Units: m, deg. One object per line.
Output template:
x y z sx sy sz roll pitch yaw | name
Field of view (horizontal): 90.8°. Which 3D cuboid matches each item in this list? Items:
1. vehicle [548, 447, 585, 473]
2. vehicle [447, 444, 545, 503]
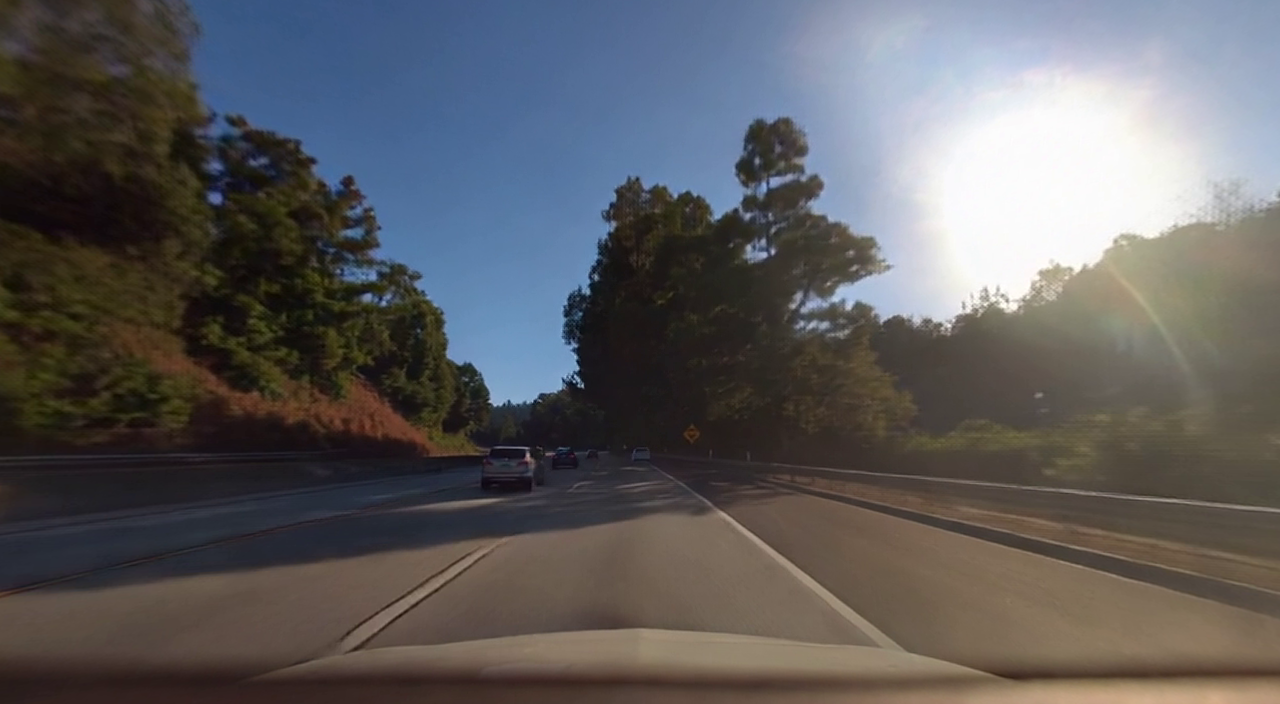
-4.630 6.812 40.069 1.838 1.508 4.317 0 -9 0 | vehicle
-3.991 3.408 18.154 1.897 1.481 3.859 0 -9 0 | vehicle
